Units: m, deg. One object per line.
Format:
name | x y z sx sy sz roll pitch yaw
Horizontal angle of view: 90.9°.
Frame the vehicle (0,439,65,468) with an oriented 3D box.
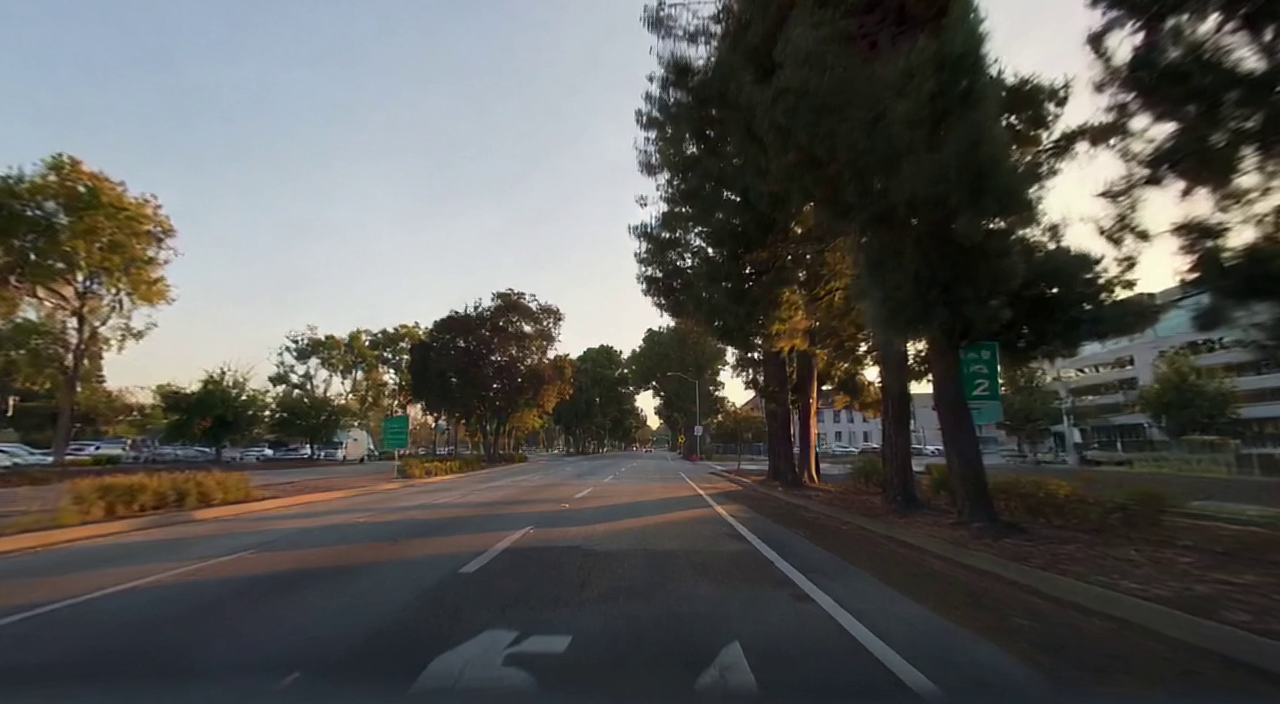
vehicle | -36.861 5.970 37.190 4.142 1.623 1.888 -1 -8 4
